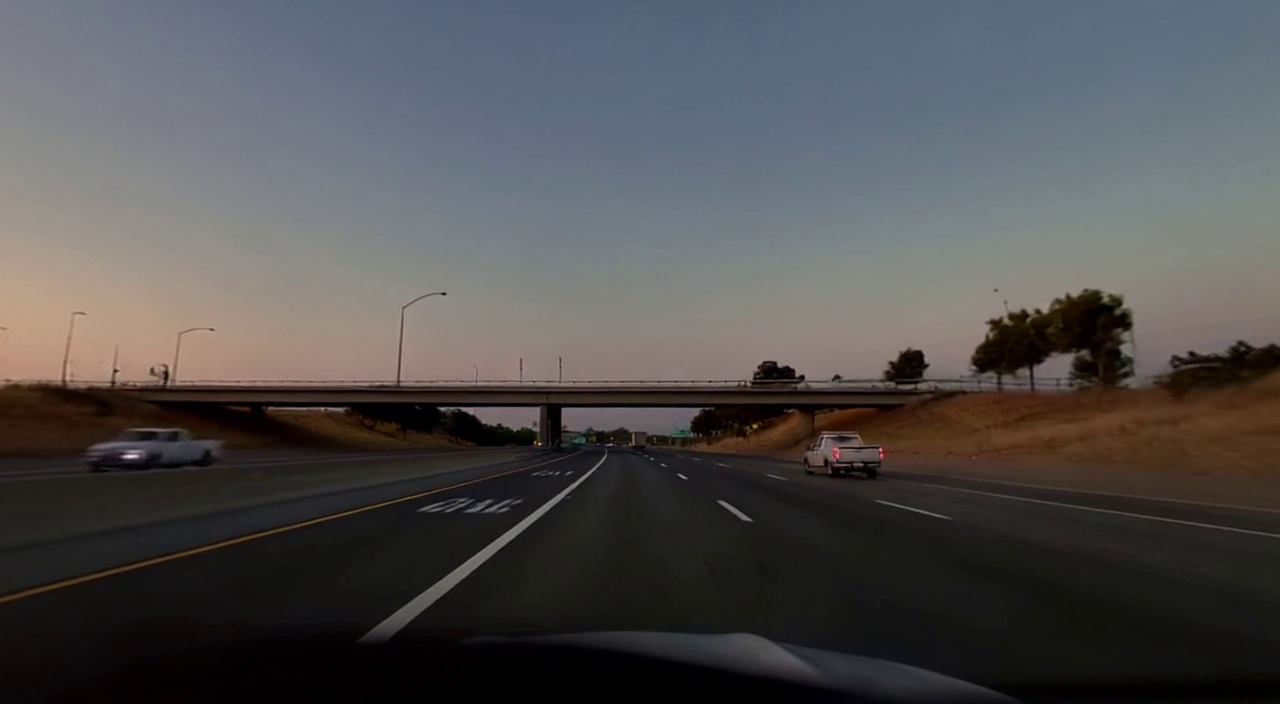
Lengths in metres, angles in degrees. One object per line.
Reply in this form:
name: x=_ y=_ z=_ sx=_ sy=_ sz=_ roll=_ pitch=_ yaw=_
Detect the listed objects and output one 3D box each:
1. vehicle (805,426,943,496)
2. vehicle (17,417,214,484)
vehicle: x=6.448 y=3.061 z=18.117 sx=2.104 sy=1.723 sz=4.538 roll=0 pitch=-8 yaw=-2
vehicle: x=-18.566 y=3.547 z=22.901 sx=2.304 sy=2.114 sz=5.659 roll=0 pitch=-8 yaw=-1
